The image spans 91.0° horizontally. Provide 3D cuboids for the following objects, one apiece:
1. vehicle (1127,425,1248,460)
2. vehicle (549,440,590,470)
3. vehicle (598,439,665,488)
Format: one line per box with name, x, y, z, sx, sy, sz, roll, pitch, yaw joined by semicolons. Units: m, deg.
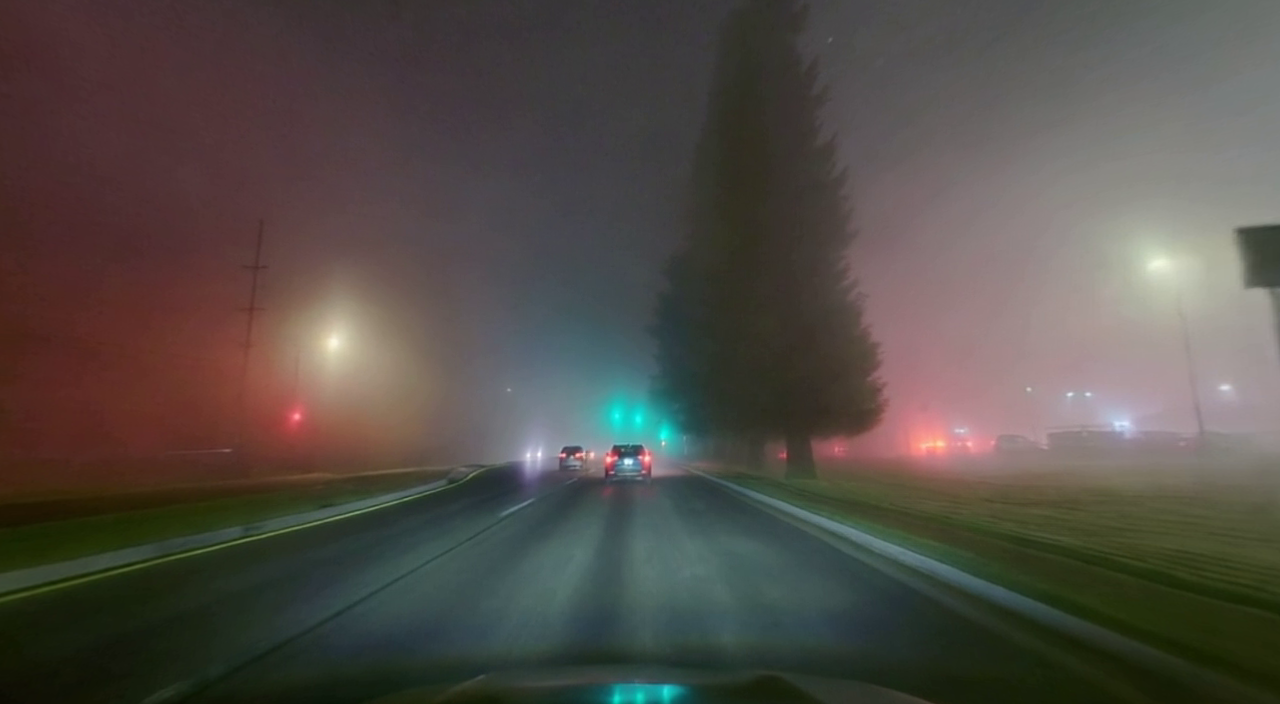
vehicle;35.535;5.952;41.175;2.609;2.110;5.813;0;-9;-1
vehicle;-4.444;6.583;40.457;2.189;1.776;4.342;0;-9;0
vehicle;-0.295;4.067;23.307;2.235;1.597;4.918;0;-9;0
